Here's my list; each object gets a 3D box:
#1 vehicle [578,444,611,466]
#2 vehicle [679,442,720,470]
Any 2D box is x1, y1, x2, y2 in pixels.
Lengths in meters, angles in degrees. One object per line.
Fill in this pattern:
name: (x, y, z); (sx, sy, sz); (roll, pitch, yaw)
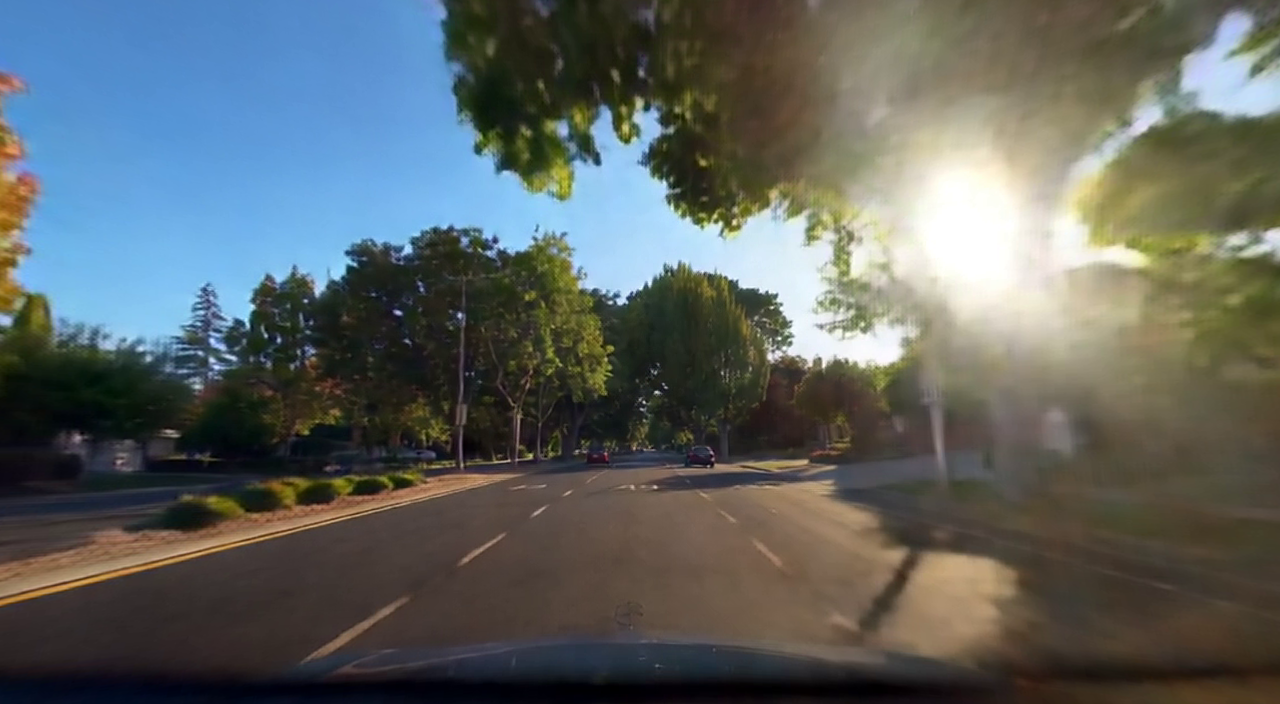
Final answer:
vehicle: (-3.335, 7.631, 46.785); (2.011, 1.480, 4.517); (0, -9, 1)
vehicle: (3.465, 6.127, 37.291); (1.992, 1.511, 4.464); (0, -9, 0)
